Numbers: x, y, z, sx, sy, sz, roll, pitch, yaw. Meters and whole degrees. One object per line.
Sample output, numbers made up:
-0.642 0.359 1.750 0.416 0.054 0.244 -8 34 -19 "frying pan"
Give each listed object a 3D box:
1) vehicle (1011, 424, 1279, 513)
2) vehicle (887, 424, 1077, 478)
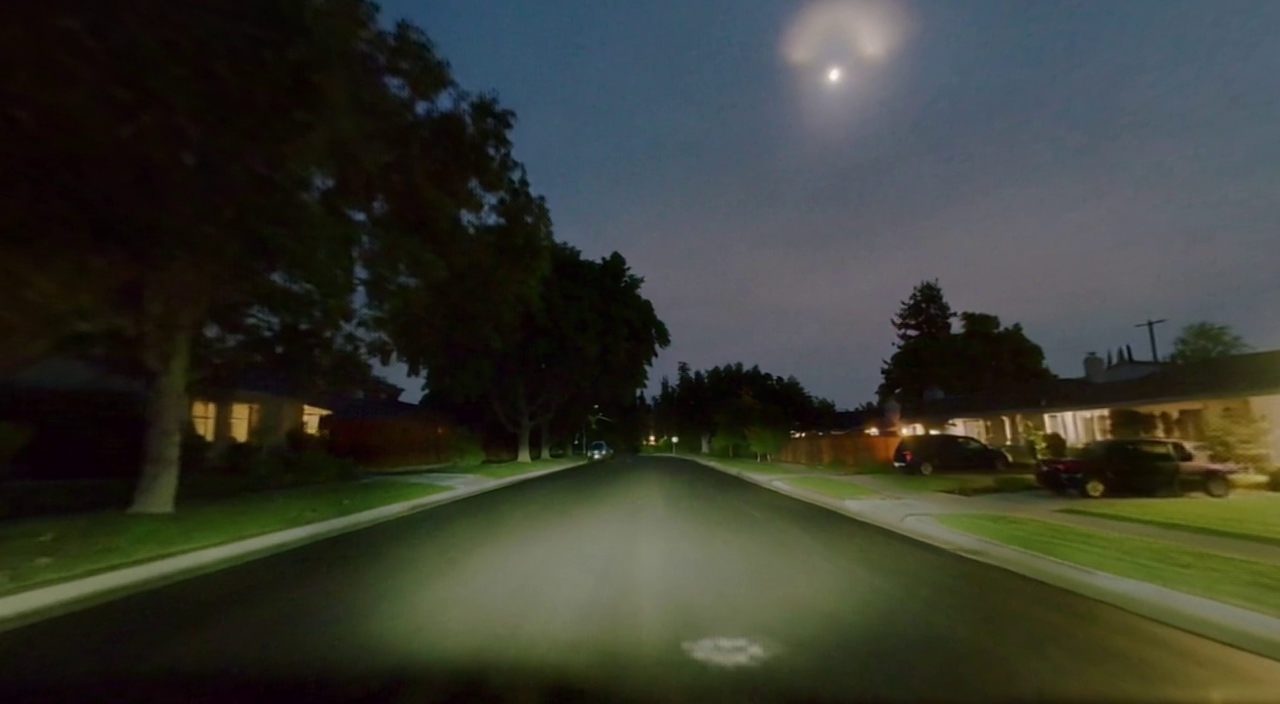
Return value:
10.954 2.449 13.483 4.710 1.512 1.894 -3 -9 1 "vehicle"
12.429 3.646 23.217 5.637 1.890 2.171 0 -9 2 "vehicle"
